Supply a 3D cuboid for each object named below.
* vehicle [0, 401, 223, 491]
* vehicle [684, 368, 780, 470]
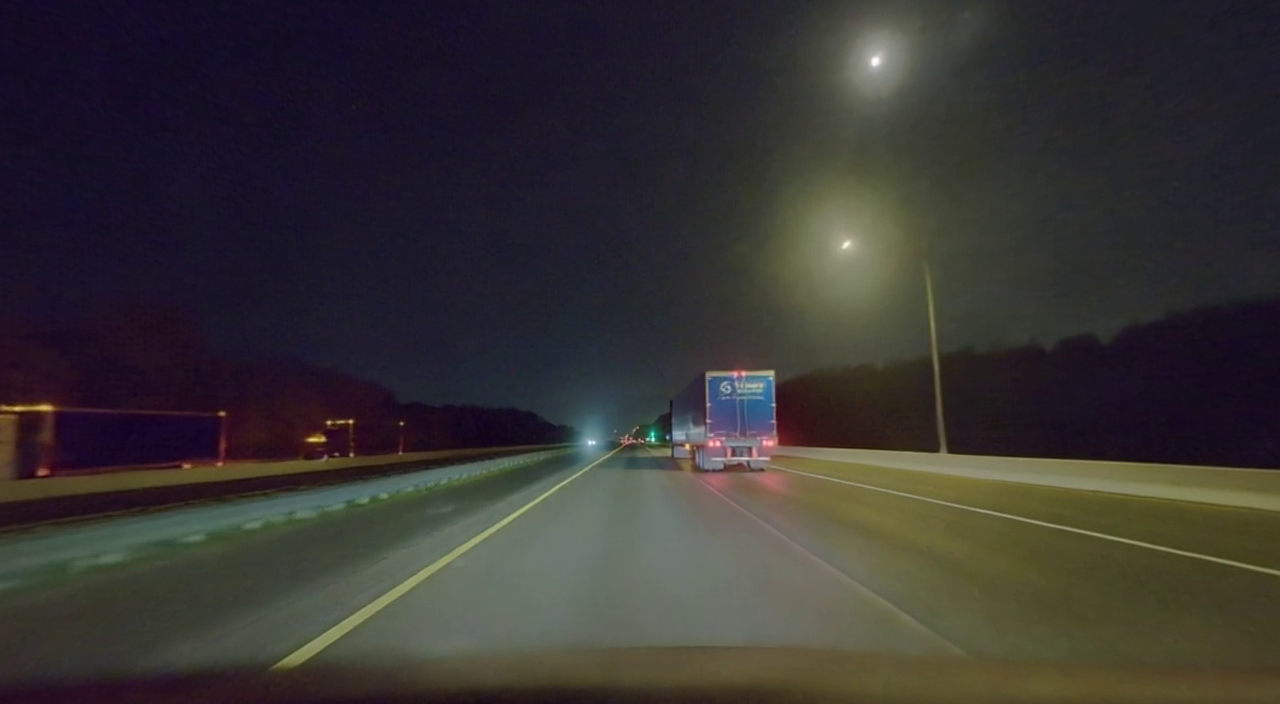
[{"bbox_3d":[-30.679,5.247,35.763,2.926,4.080,16.506,-2,-7,-1],"label":"vehicle"},{"bbox_3d":[3.798,3.106,28.192,2.888,3.866,8.380,0,-8,-1],"label":"vehicle"}]
